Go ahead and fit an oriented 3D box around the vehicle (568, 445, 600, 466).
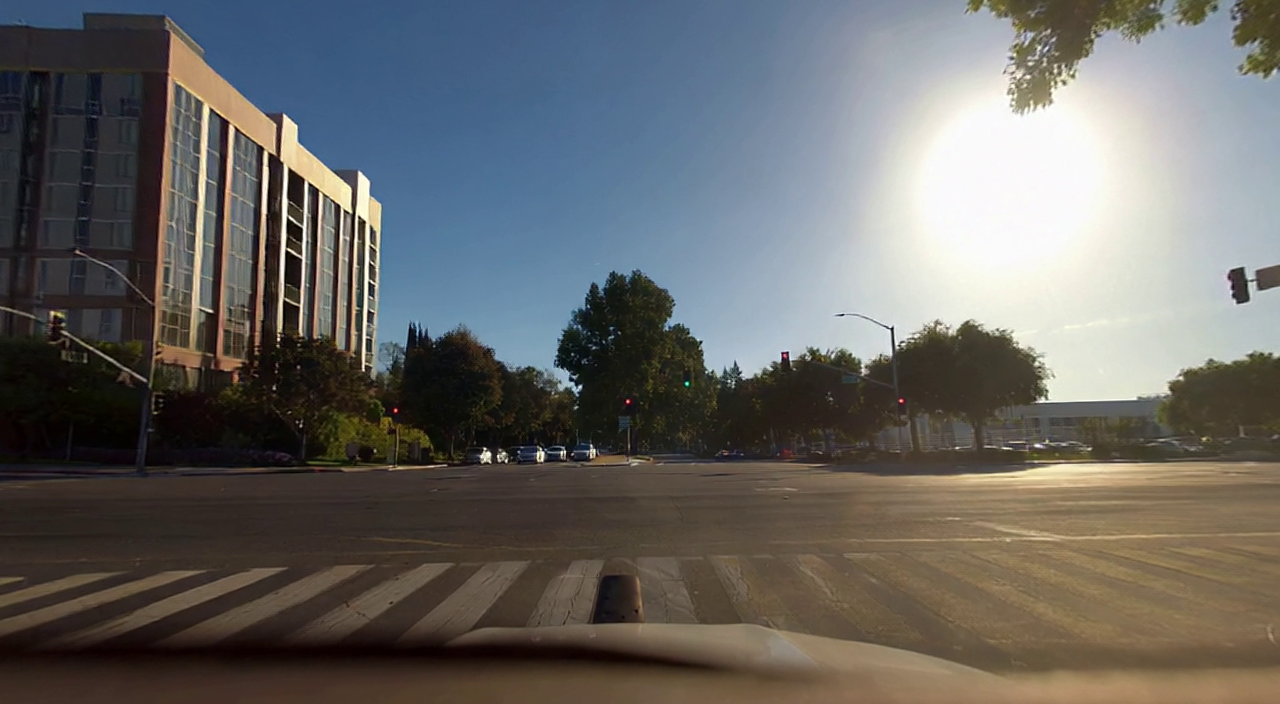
[{"bbox_3d":[-4.338,8.130,49.752,2.130,1.613,4.121,0,-8,0],"label":"vehicle"}]
